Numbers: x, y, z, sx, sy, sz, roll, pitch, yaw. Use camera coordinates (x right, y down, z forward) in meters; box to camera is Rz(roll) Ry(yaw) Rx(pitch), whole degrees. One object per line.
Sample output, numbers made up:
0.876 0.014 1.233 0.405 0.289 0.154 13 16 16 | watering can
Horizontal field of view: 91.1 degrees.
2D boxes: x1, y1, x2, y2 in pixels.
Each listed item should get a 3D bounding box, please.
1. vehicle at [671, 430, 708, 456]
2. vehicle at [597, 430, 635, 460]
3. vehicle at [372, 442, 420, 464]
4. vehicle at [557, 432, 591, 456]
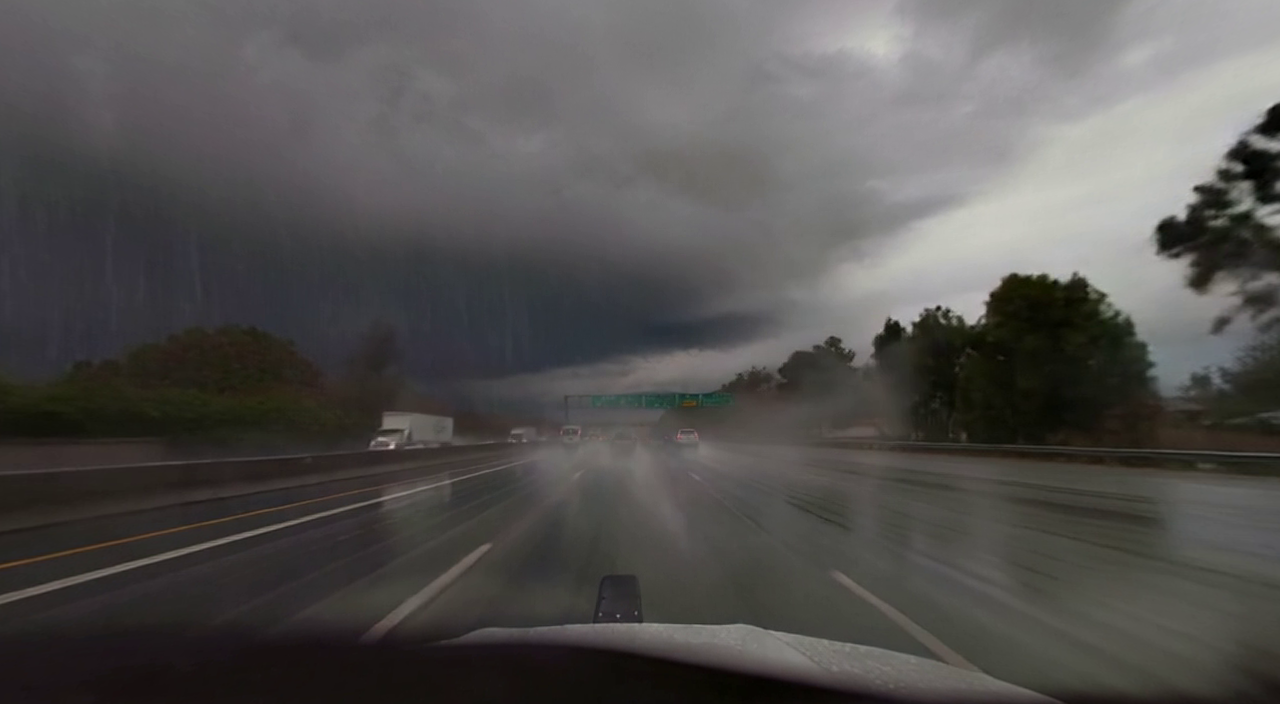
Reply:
3.312 6.221 43.129 2.066 1.673 4.225 0 -8 -2 | vehicle
-1.432 5.491 37.328 2.119 1.629 3.946 0 -8 -2 | vehicle
-17.454 7.232 45.176 1.800 1.497 4.109 0 -8 0 | vehicle
-4.810 6.745 46.339 2.046 1.658 4.008 0 -8 0 | vehicle
